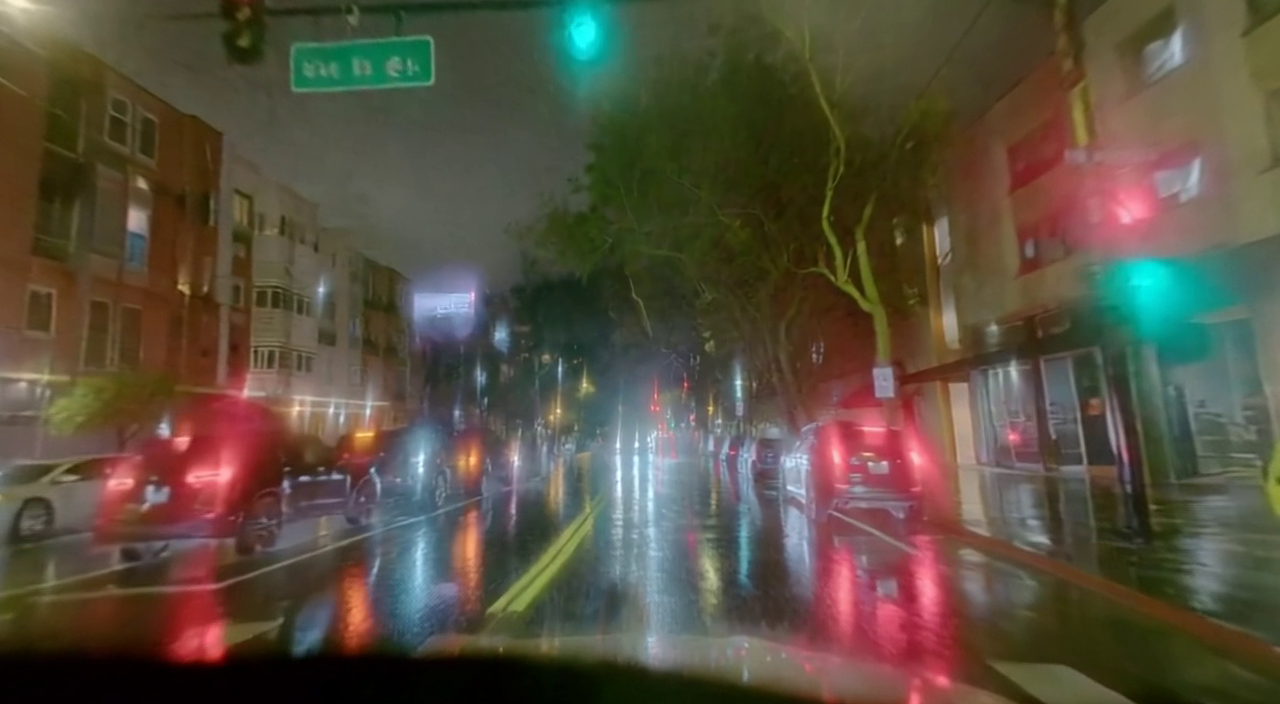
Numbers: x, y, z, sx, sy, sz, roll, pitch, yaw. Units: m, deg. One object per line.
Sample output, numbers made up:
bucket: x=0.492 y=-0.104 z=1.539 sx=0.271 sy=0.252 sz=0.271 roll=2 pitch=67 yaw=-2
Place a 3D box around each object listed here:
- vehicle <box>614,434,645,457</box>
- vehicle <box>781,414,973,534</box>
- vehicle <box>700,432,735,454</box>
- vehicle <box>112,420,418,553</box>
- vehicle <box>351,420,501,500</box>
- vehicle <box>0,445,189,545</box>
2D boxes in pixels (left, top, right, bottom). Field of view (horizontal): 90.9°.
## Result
vehicle: x=-0.700 y=6.706 z=45.187 sx=1.973 sy=1.496 sz=3.713 roll=-1 pitch=-8 yaw=2
vehicle: x=3.978 y=2.115 z=11.417 sx=1.924 sy=1.765 sz=3.954 roll=0 pitch=-8 yaw=0
vehicle: x=5.817 y=6.861 z=47.906 sx=2.155 sy=1.458 sz=5.178 roll=1 pitch=-7 yaw=1
vehicle: x=-5.255 y=1.928 z=9.729 sx=1.942 sy=1.559 sz=4.298 roll=-1 pitch=-8 yaw=2
vehicle: x=-5.289 y=2.757 z=16.479 sx=1.958 sy=1.731 sz=5.051 roll=-1 pitch=-8 yaw=2
vehicle: x=-11.405 y=2.661 z=12.430 sx=1.933 sy=1.628 sz=3.973 roll=-1 pitch=-8 yaw=2
